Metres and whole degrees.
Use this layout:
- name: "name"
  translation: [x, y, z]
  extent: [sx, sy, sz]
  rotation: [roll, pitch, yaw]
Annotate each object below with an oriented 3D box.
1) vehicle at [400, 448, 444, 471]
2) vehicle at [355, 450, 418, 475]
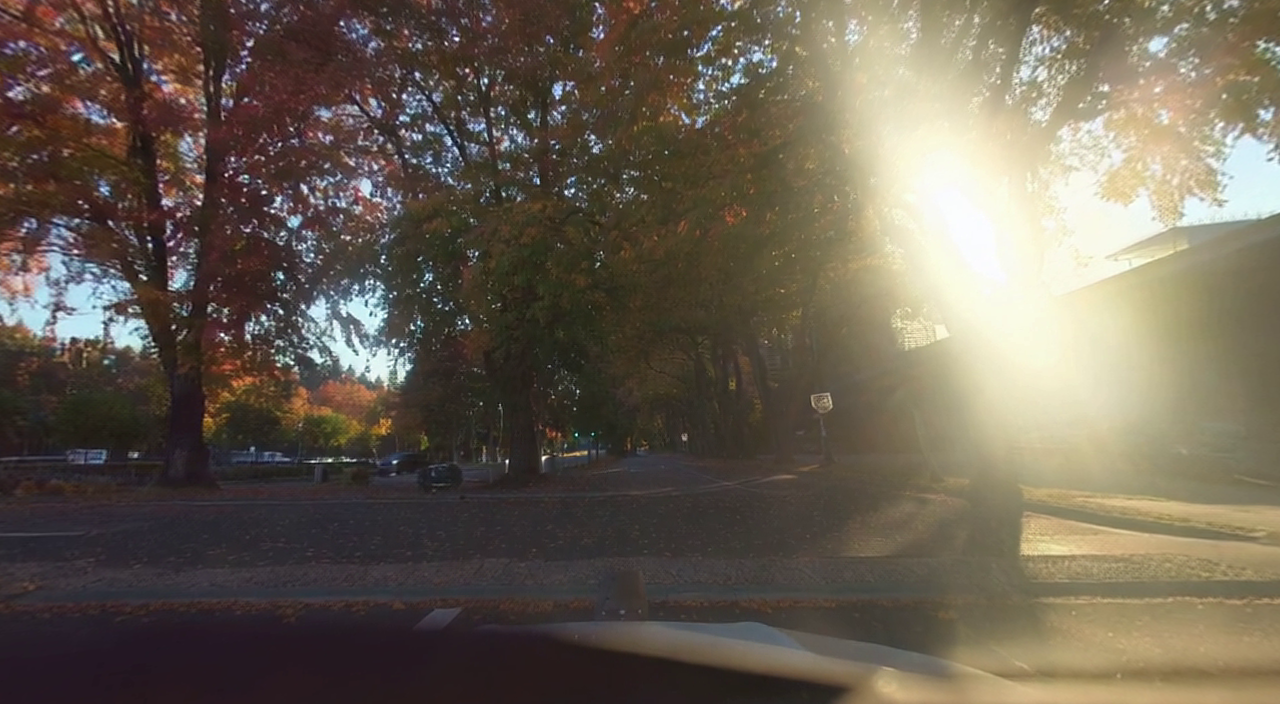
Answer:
- name: "vehicle"
  translation: [-17.238, 8.473, 49.911]
  extent: [1.902, 1.720, 3.248]
  rotation: [-2, -9, 11]
- name: "vehicle"
  translation: [-18.300, 7.988, 45.655]
  extent: [1.907, 1.644, 4.410]
  rotation: [-2, -9, 14]
